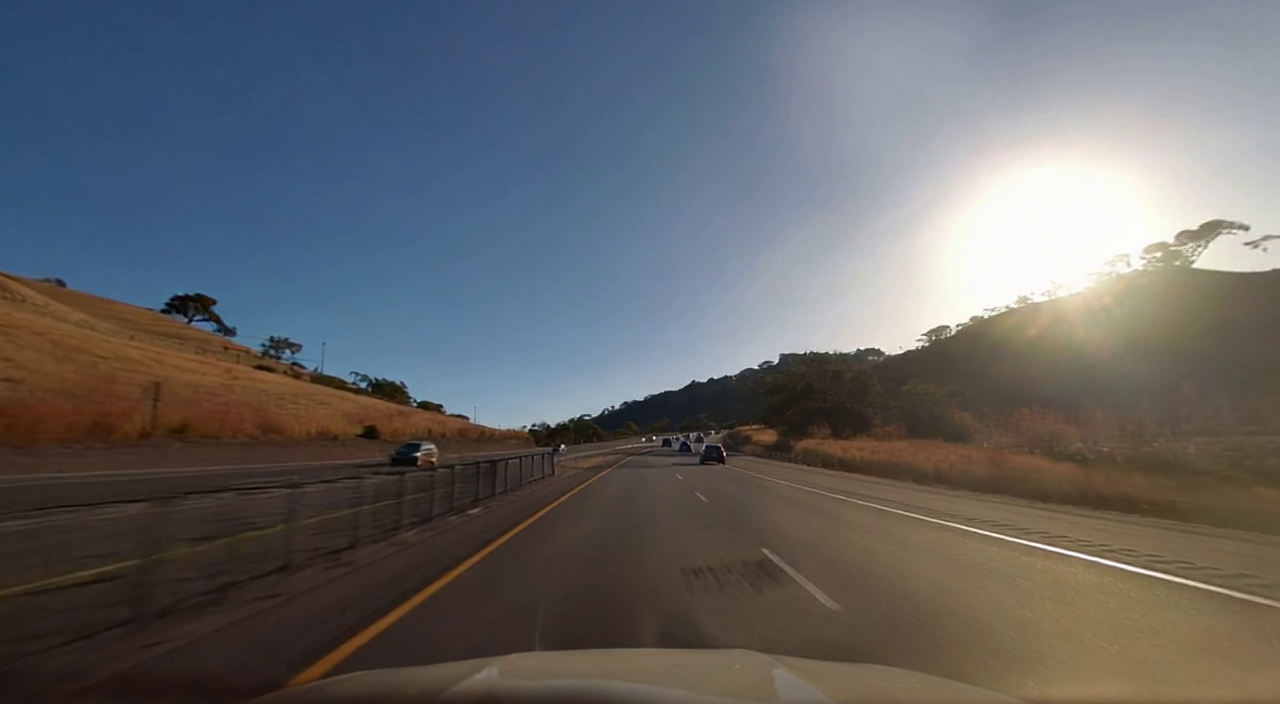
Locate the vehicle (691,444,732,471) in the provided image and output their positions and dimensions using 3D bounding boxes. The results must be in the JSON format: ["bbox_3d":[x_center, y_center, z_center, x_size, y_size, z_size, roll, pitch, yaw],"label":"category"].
[{"bbox_3d":[4.159,6.185,37.038,1.943,1.490,4.246,0,-8,1],"label":"vehicle"}]
